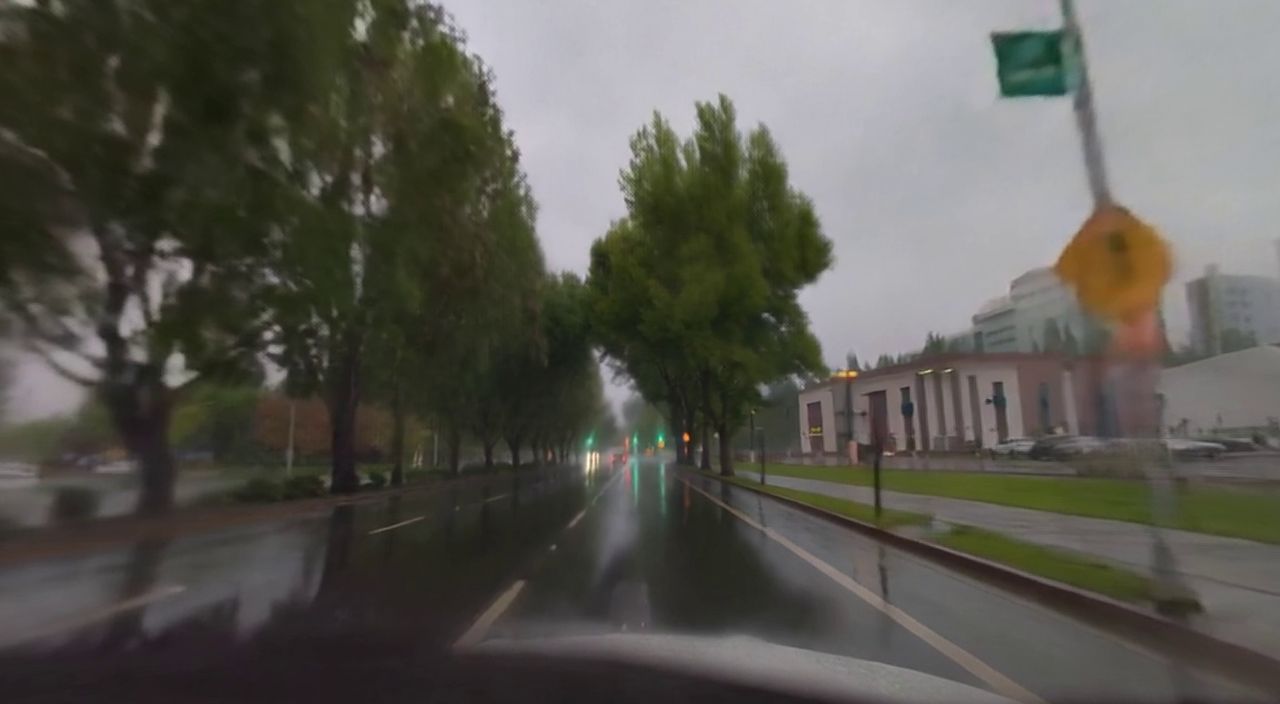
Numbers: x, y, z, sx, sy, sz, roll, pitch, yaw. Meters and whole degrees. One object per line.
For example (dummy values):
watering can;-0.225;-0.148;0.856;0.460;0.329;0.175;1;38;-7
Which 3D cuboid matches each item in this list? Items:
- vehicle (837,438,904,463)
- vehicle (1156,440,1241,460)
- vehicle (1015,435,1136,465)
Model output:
vehicle;14.576;6.261;40.066;3.641;1.408;1.584;-2;-9;5
vehicle;44.130;7.772;49.956;1.734;1.466;4.611;5;-10;-31
vehicle;27.511;6.241;40.091;2.196;1.745;5.838;6;-10;-33
